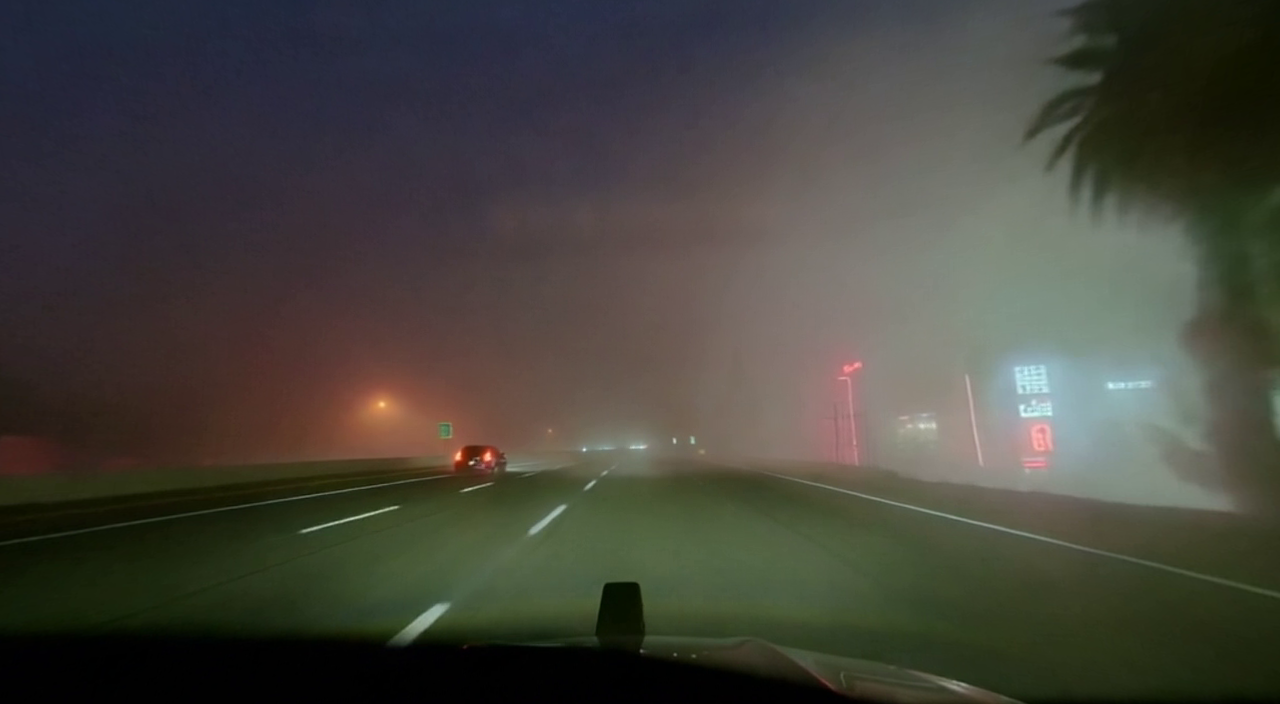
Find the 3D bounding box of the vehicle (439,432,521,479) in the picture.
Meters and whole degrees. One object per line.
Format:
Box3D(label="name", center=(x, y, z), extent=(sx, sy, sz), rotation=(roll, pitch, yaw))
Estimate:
Box3D(label="vehicle", center=(-6.671, 4.363, 26.879), extent=(2.145, 1.793, 4.762), rotation=(0, -8, 1))
